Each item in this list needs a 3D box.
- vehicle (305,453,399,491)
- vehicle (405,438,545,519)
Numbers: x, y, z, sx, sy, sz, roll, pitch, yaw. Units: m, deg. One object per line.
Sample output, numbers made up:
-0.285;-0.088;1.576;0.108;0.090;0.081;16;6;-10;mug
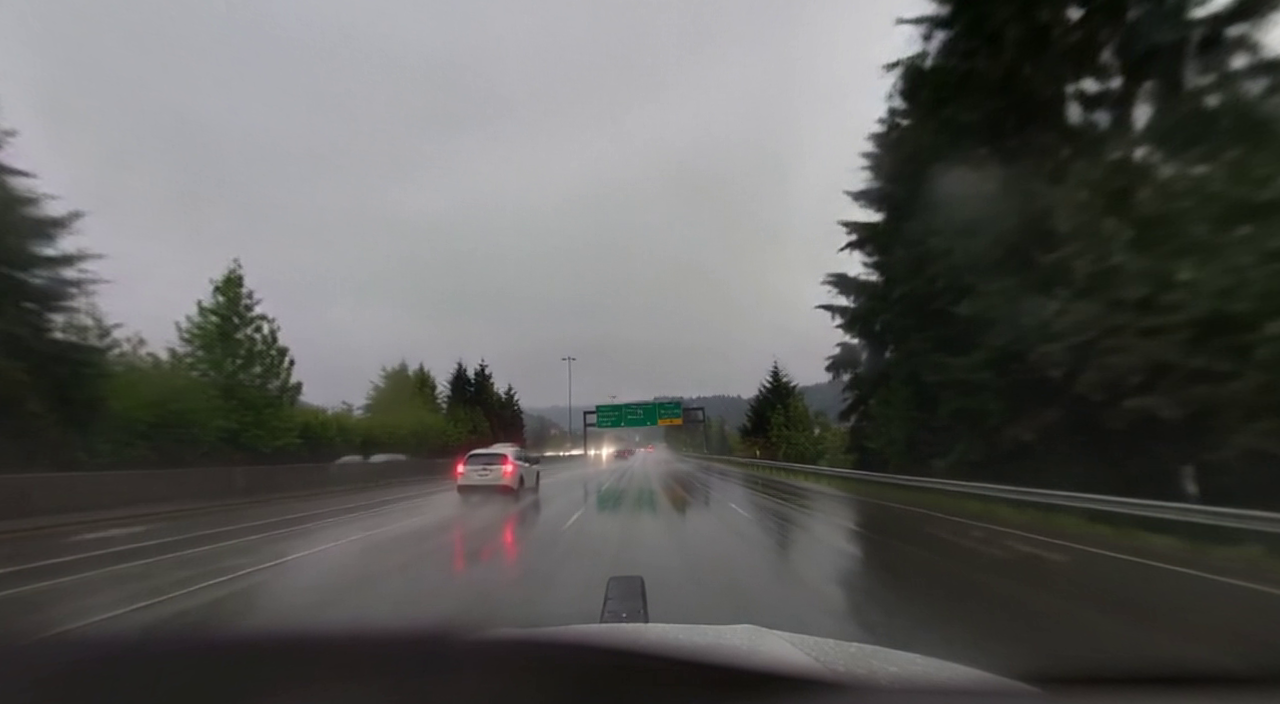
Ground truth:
-12.287;5.129;27.250;1.926;1.463;4.422;0;-9;1;vehicle
-3.492;2.764;14.230;1.936;1.545;4.116;0;-9;2;vehicle
